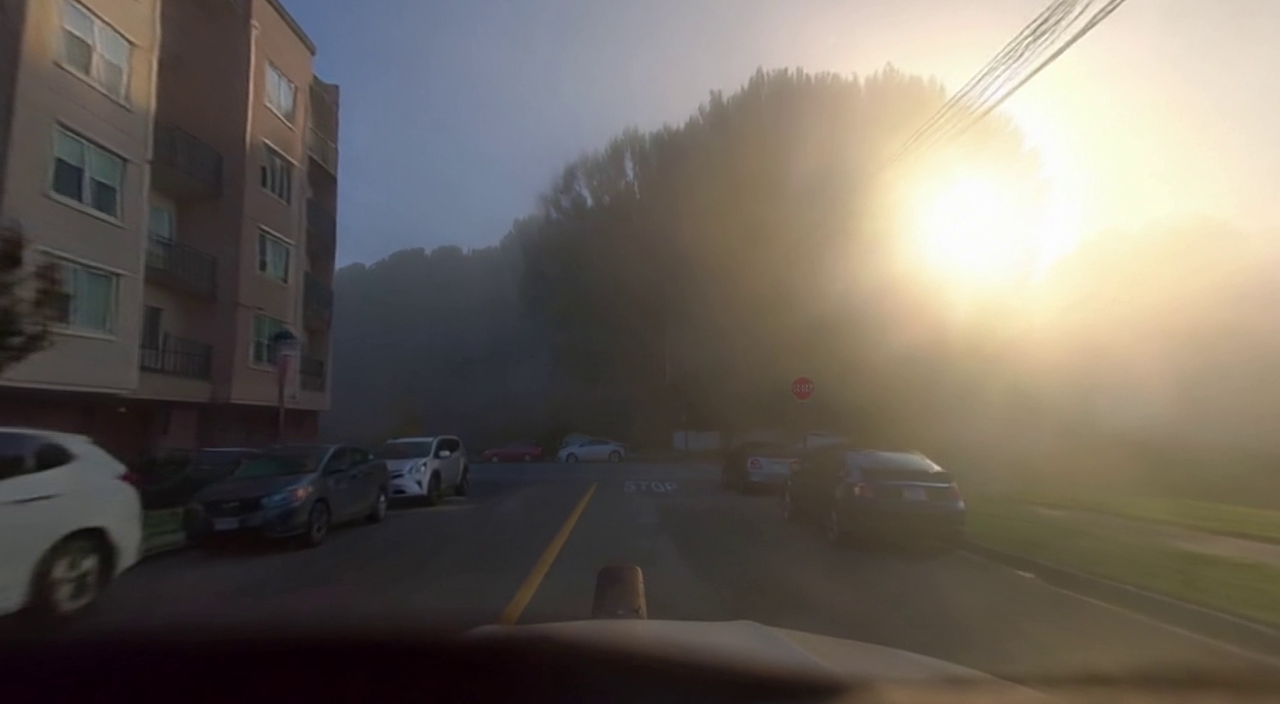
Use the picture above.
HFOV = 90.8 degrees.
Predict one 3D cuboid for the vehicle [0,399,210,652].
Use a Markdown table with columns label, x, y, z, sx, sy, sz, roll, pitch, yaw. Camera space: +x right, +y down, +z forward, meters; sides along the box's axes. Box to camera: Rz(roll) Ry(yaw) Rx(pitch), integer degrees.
| label | x | y | z | sx | sy | sz | roll | pitch | yaw |
| --- | --- | --- | --- | --- | --- | --- | --- | --- | --- |
| vehicle | -5.570 | 1.208 | 4.330 | 2.075 | 1.774 | 4.596 | 0 | -8 | -2 |

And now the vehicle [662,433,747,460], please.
| label | x | y | z | sx | sy | sz | roll | pitch | yaw |
| --- | --- | --- | --- | --- | --- | --- | --- | --- | --- |
| vehicle | 3.670 | 5.470 | 36.647 | 4.681 | 1.480 | 1.817 | 0 | -8 | -3 |

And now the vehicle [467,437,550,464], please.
| label | x | y | z | sx | sy | sz | roll | pitch | yaw |
| --- | --- | --- | --- | --- | --- | --- | --- | --- | --- |
| vehicle | -7.443 | 5.623 | 36.146 | 4.423 | 1.449 | 1.813 | 1 | -8 | -5 |

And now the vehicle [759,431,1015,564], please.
| label | x | y | z | sx | sy | sz | roll | pitch | yaw |
| --- | --- | --- | --- | --- | --- | --- | --- | --- | --- |
| vehicle | 3.250 | 1.974 | 9.442 | 1.919 | 1.490 | 4.339 | 0 | -8 | -2 |

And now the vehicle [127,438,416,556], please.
| label | x | y | z | sx | sy | sz | roll | pitch | yaw |
| --- | --- | --- | --- | --- | --- | --- | --- | --- | --- |
| vehicle | -5.578 | 2.199 | 10.472 | 2.129 | 1.505 | 4.510 | 0 | -8 | -1 |

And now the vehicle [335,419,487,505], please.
| label | x | y | z | sx | sy | sz | roll | pitch | yaw |
| --- | --- | --- | --- | --- | --- | --- | --- | --- | --- |
| vehicle | -5.865 | 2.895 | 17.211 | 2.208 | 1.903 | 6.040 | 1 | -8 | -4 |

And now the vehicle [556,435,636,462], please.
| label | x | y | z | sx | sy | sz | roll | pitch | yaw |
| --- | --- | --- | --- | --- | --- | --- | --- | --- | --- |
| vehicle | -2.525 | 5.563 | 36.454 | 4.489 | 1.470 | 1.776 | 1 | -8 | -3 |
